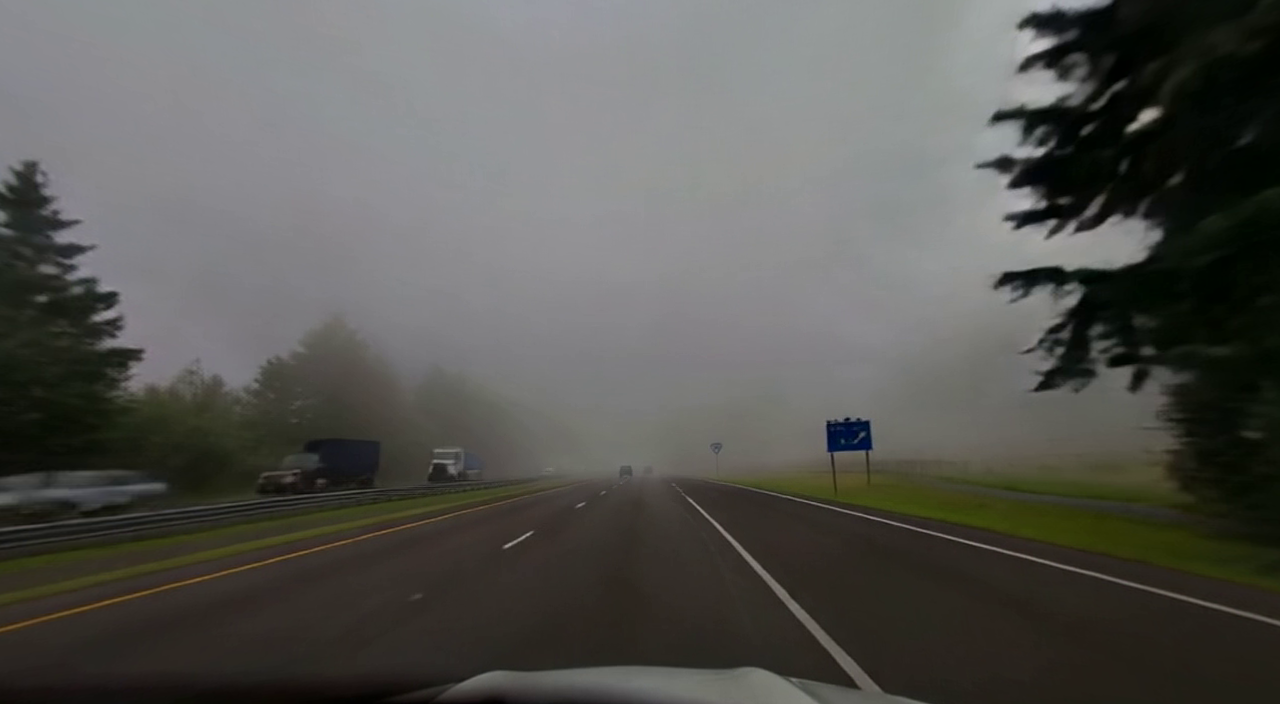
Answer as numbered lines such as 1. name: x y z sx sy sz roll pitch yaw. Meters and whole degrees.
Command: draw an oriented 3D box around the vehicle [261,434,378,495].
1. vehicle: -23.020 8.175 46.207 2.973 3.879 10.225 -1 -9 1
